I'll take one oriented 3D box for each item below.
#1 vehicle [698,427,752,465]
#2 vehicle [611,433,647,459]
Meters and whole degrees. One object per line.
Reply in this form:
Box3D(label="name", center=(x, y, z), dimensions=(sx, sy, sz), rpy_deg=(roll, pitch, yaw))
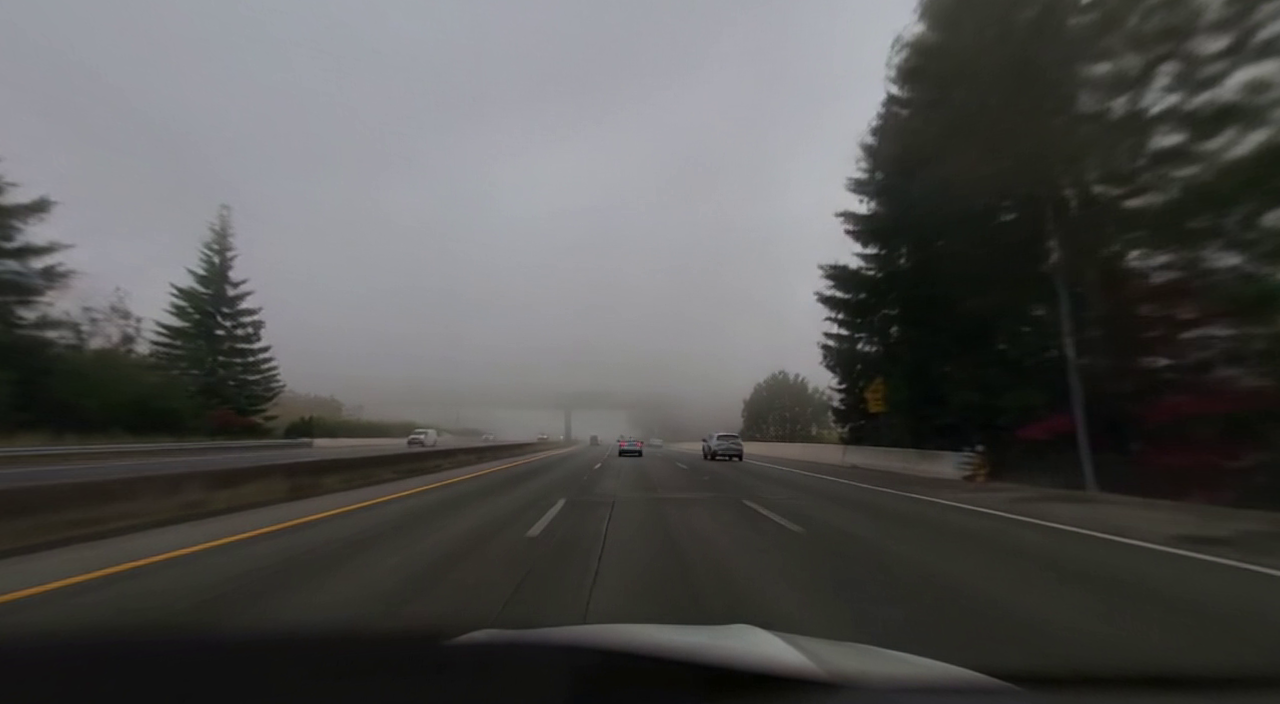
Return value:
Box3D(label="vehicle", center=(3.876, 4.344, 29.321), dimensions=(1.892, 1.600, 3.782), rpy_deg=(0, -8, -2))
Box3D(label="vehicle", center=(-0.667, 5.459, 36.694), dimensions=(1.987, 1.440, 3.565), rpy_deg=(0, -8, -2))
